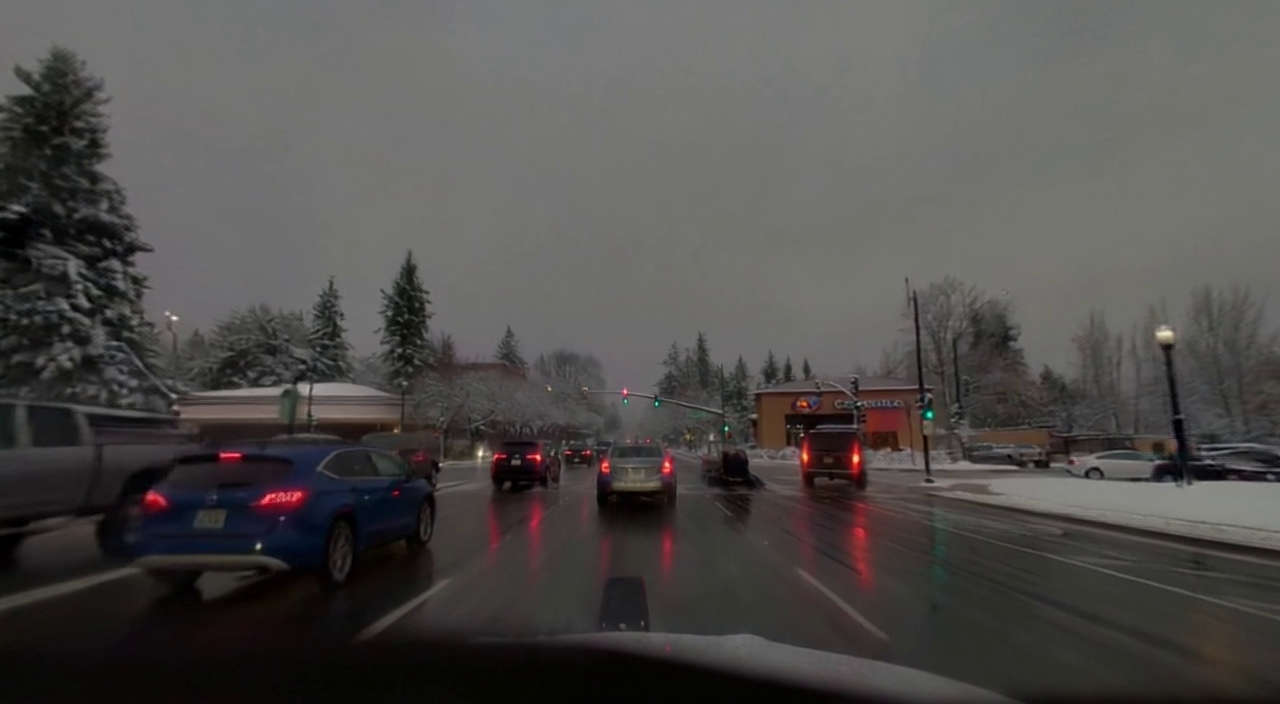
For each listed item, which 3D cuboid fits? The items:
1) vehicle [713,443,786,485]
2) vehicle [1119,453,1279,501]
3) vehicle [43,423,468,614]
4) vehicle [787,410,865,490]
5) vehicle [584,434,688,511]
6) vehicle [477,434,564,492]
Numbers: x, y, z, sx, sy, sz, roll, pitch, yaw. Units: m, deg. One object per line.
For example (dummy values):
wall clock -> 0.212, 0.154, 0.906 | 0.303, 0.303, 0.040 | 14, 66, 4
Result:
vehicle -> 4.175, 4.343, 24.723 | 1.979, 1.485, 4.207 | 0, -8, -1
vehicle -> 19.026, 4.139, 21.061 | 4.367, 1.475, 1.815 | -1, -8, 7
vehicle -> -3.706, 1.670, 7.408 | 1.992, 1.493, 4.688 | 0, -8, 1
vehicle -> 8.461, 4.467, 28.900 | 2.613, 3.281, 2.673 | 5, -8, 0
vehicle -> -0.082, 2.770, 14.984 | 2.121, 1.563, 4.031 | 0, -8, 0
vehicle -> -3.714, 3.519, 20.323 | 1.983, 1.685, 3.997 | 0, -8, 0
